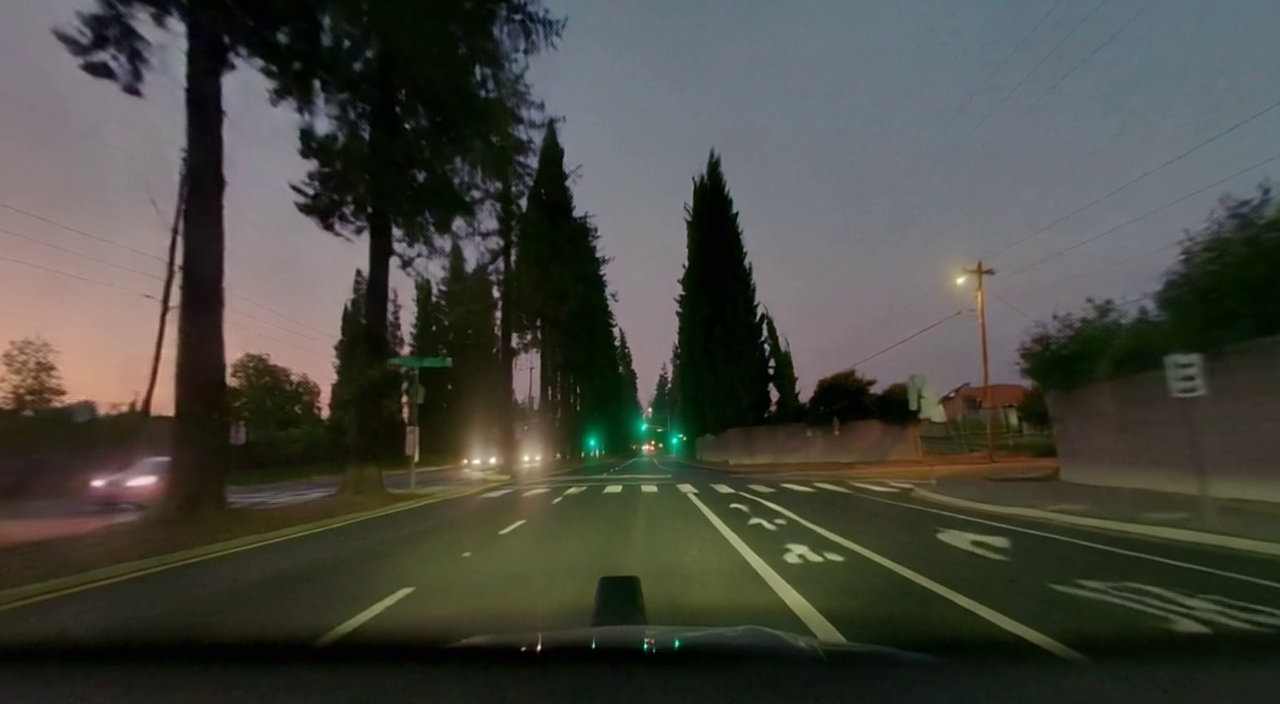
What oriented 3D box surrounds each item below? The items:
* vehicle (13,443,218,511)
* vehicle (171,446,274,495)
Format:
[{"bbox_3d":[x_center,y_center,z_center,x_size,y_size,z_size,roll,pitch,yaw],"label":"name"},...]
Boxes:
[{"bbox_3d":[-18.359,4.336,22.627,2.279,2.066,5.821,-1,-8,1],"label":"vehicle"},{"bbox_3d":[-18.285,5.159,27.830,2.050,1.962,3.459,-1,-8,2],"label":"vehicle"}]
